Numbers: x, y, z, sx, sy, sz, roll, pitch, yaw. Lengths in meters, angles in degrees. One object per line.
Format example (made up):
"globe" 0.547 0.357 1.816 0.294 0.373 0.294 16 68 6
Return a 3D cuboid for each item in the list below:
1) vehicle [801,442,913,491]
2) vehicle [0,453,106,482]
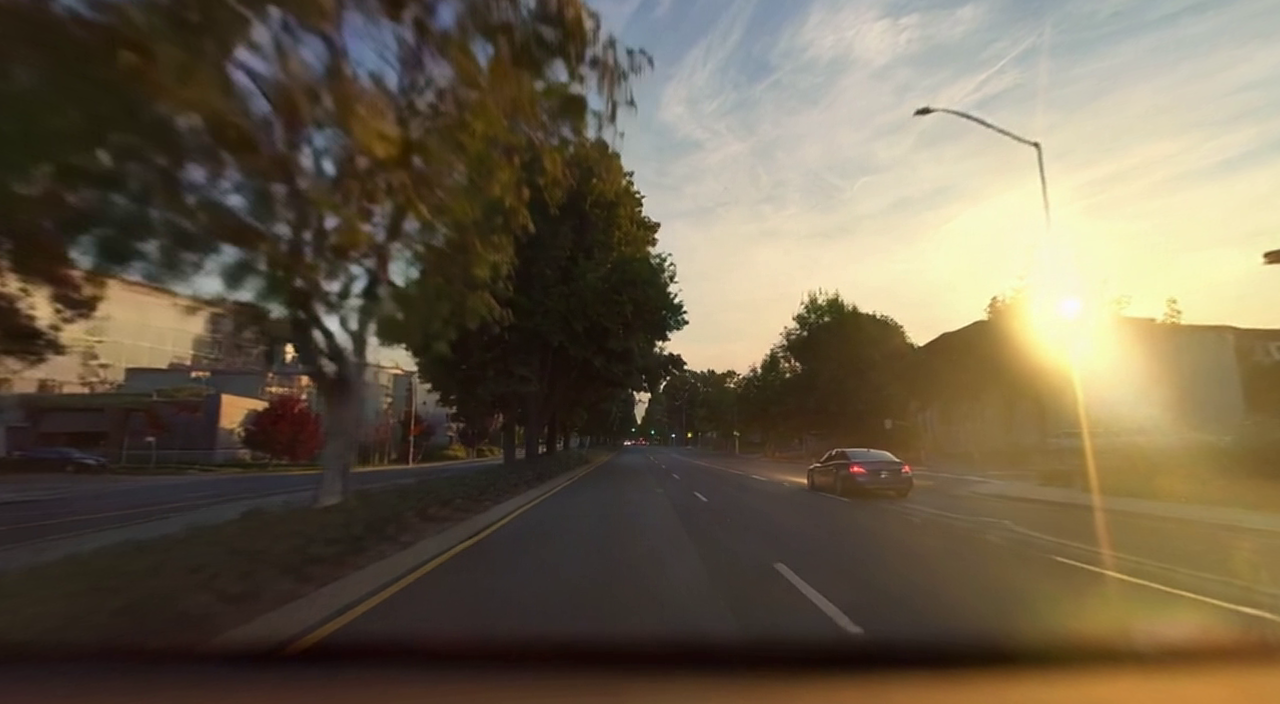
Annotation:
"vehicle" 7.026 3.749 21.001 2.054 1.421 4.487 0 -8 -1
"vehicle" -31.849 6.218 33.991 4.210 1.442 1.867 0 -9 0
